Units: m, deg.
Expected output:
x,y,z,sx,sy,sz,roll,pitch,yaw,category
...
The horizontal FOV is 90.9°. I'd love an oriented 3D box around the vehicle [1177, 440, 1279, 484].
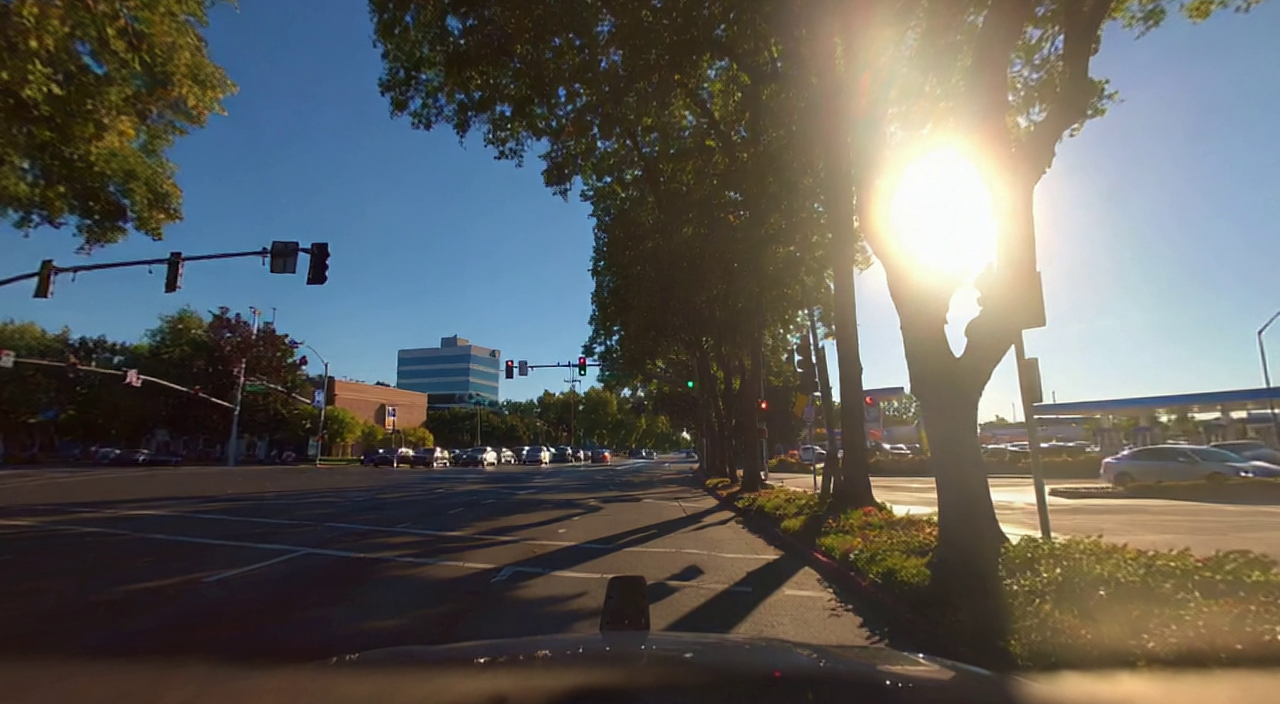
x,y,z,sx,sy,sz,roll,pitch,yaw,category
22.090,3.781,21.836,4.716,1.455,2.060,-3,-9,17,vehicle
